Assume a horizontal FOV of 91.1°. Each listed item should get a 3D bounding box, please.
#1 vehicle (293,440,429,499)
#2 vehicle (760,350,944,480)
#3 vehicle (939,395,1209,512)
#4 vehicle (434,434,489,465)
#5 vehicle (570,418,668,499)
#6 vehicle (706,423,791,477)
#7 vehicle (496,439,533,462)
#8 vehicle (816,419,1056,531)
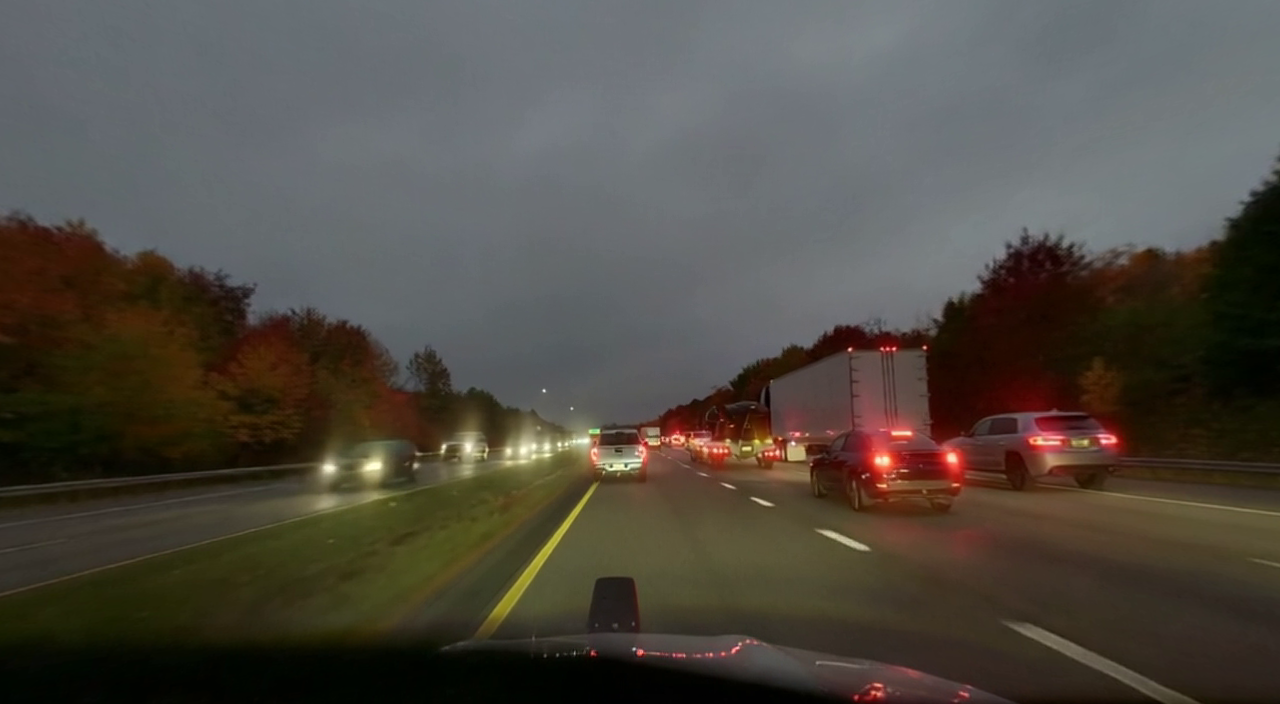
[{"bbox_3d":[-8.397,3.532,19.544,2.054,1.579,4.792,0,-8,0],"label":"vehicle"},{"bbox_3d":[7.915,2.834,26.506,2.867,4.066,13.802,0,-7,0],"label":"vehicle"},{"bbox_3d":[8.495,2.025,13.039,2.116,1.965,4.691,0,-8,-2],"label":"vehicle"},{"bbox_3d":[-12.318,6.742,43.806,2.338,2.059,5.149,0,-8,-1],"label":"vehicle"},{"bbox_3d":[-0.488,2.567,15.641,2.087,1.709,4.455,0,-8,-1],"label":"vehicle"},{"bbox_3d":[3.638,3.359,21.819,2.147,1.707,3.963,0,-8,-1],"label":"vehicle"},{"bbox_3d":[-8.877,7.001,44.851,1.872,1.521,3.962,0,-8,0],"label":"vehicle"},{"bbox_3d":[4.628,1.958,10.675,2.040,1.523,4.068,0,-8,0],"label":"vehicle"}]
